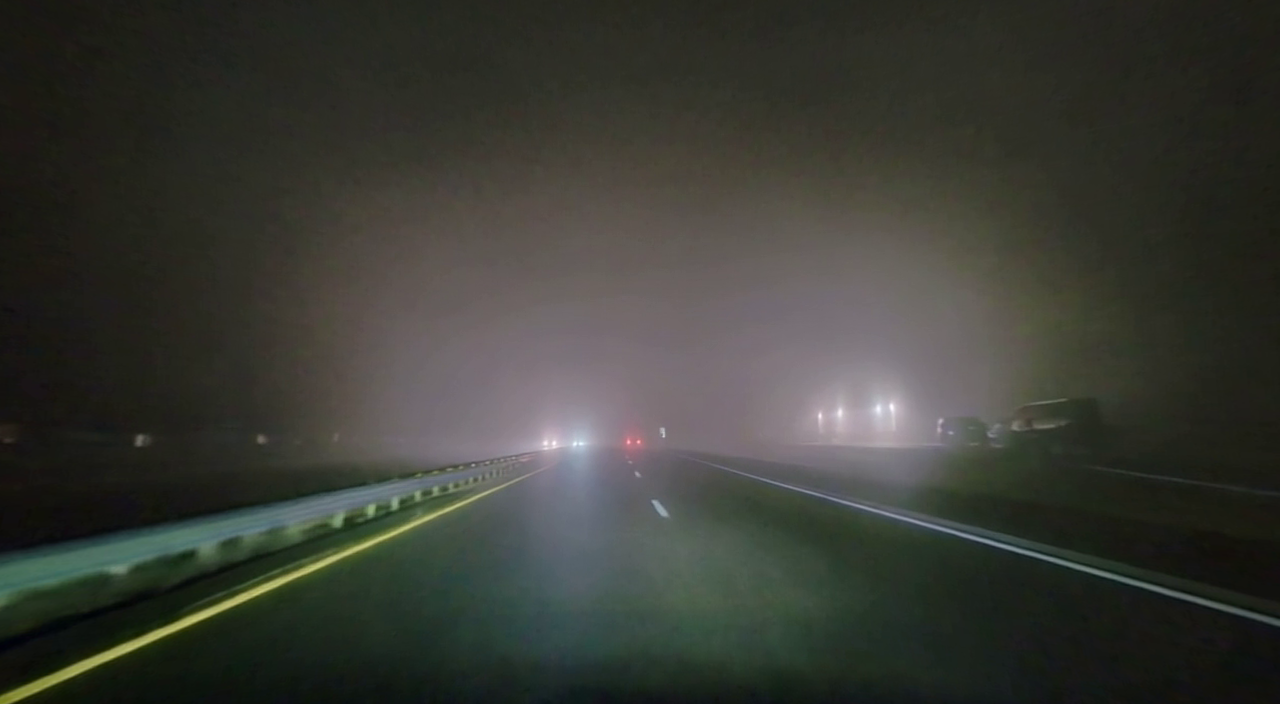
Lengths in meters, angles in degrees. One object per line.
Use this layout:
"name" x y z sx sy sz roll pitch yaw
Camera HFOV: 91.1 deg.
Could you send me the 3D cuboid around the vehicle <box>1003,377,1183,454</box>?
"vehicle" 31.630 4.871 45.785 3.114 4.328 18.495 -5 -8 12
